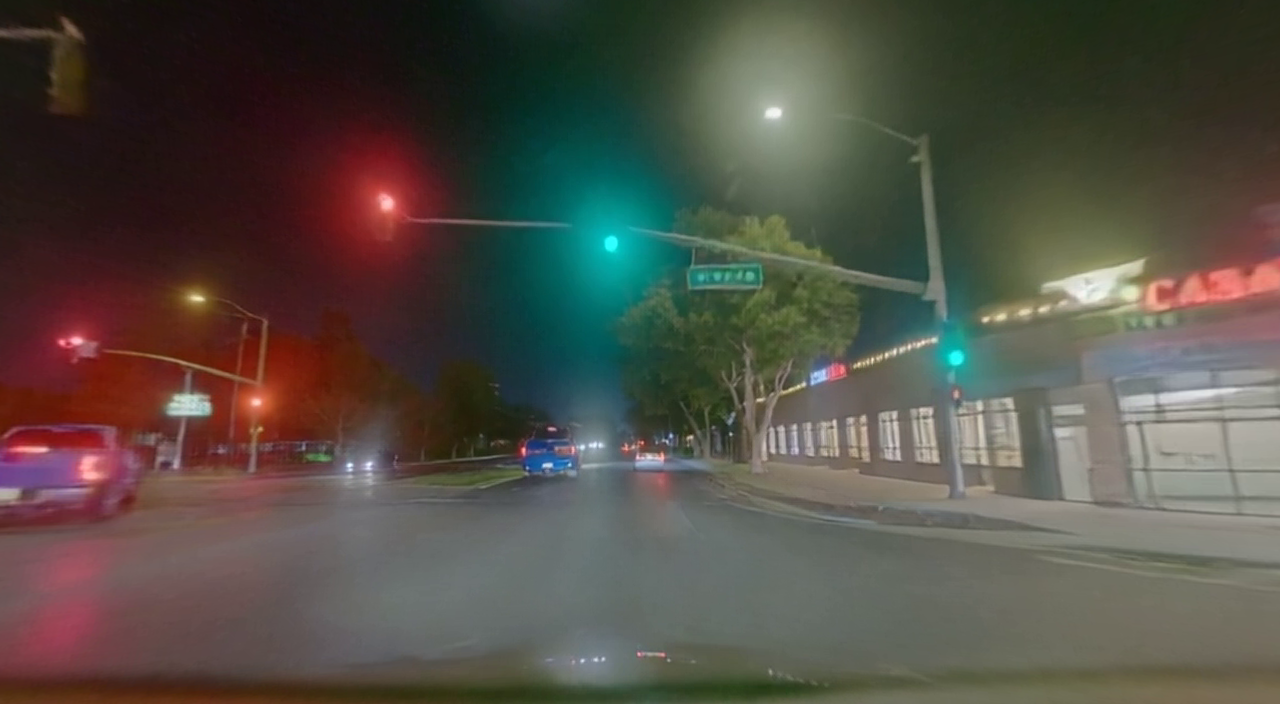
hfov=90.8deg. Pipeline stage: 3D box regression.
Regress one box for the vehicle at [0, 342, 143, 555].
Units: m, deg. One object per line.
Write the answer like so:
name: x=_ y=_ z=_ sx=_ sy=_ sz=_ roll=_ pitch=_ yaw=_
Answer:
vehicle: x=-9.997 y=1.450 z=9.667 sx=2.507 sy=2.667 sz=4.567 roll=4 pitch=-9 yaw=-24

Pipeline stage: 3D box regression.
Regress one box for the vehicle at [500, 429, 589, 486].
vehicle: x=-3.251 y=3.723 z=22.661 sx=2.464 sy=1.777 sz=5.128 roll=0 pitch=-8 yaw=-1

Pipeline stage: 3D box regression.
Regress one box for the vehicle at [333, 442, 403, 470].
vehicle: x=-15.961 y=6.116 z=37.413 sx=1.912 sy=1.432 sz=5.070 roll=-3 pitch=-8 yaw=0

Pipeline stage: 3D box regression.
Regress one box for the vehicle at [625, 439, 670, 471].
vehicle: x=0.336 y=5.169 z=31.863 sx=2.103 sy=1.487 sz=4.101 roll=0 pitch=-8 yaw=0
